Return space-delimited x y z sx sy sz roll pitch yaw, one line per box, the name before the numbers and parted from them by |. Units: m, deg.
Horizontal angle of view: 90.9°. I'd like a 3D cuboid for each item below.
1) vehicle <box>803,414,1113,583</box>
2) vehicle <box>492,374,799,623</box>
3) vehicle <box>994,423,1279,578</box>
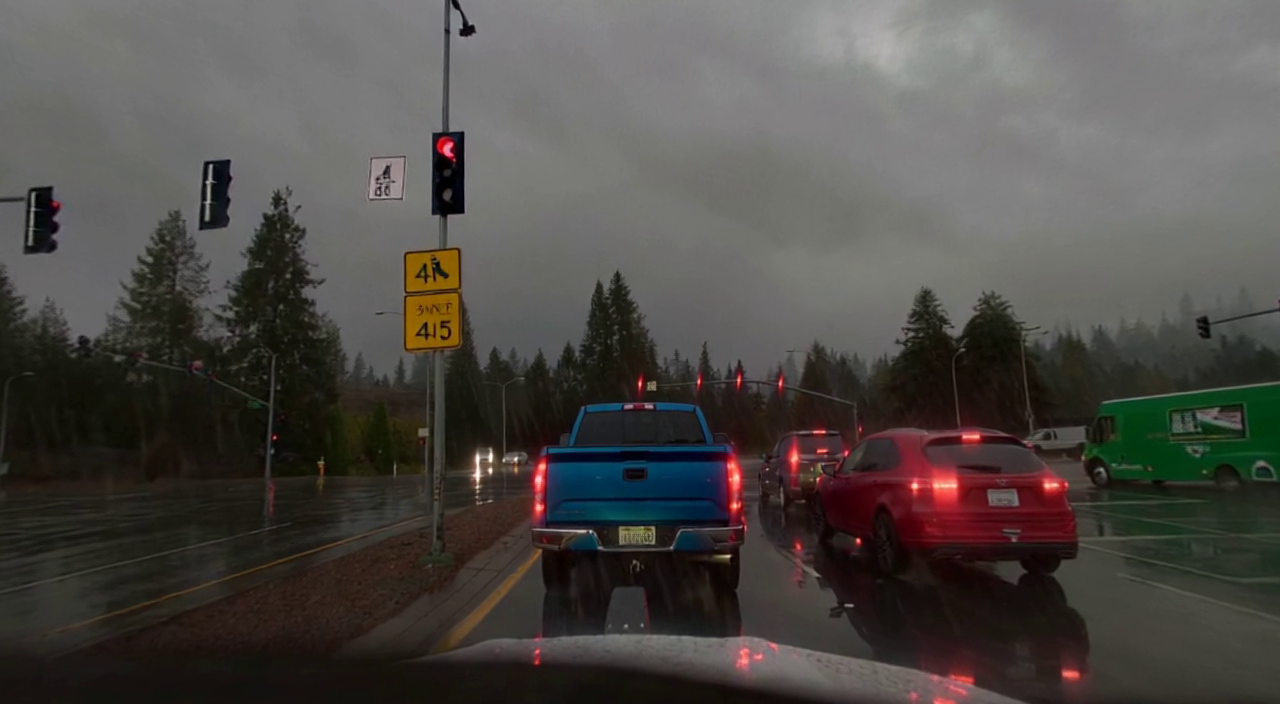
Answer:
vehicle | 3.604 1.717 8.174 1.981 1.616 4.006 0 -8 1
vehicle | 0.083 1.474 7.355 2.326 1.880 4.964 0 -8 1
vehicle | 6.866 1.740 8.244 1.973 1.470 4.228 0 -8 0
